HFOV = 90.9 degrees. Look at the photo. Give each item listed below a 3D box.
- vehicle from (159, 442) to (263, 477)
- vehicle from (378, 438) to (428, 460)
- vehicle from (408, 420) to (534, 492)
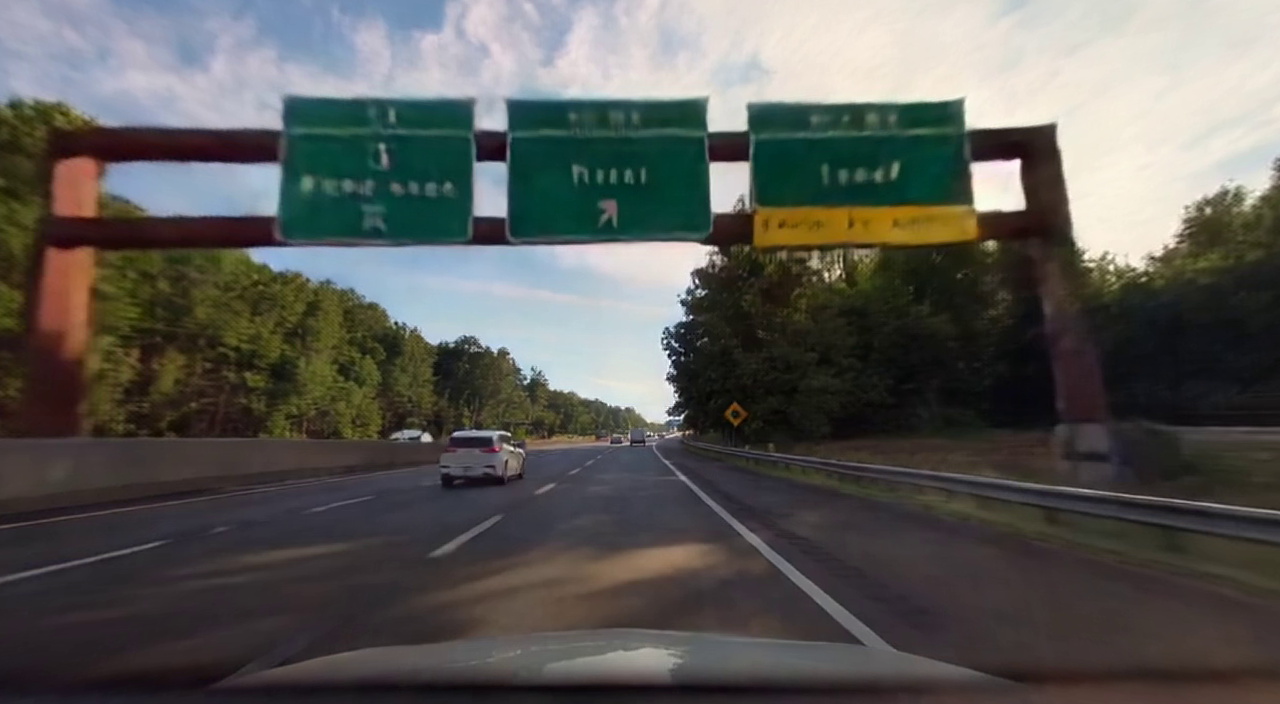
[{"bbox_3d":[-19.936,4.982,29.537,1.776,1.446,4.340,0,-8,1],"label":"vehicle"},{"bbox_3d":[-16.361,6.674,43.695,1.835,1.408,4.129,0,-8,1],"label":"vehicle"},{"bbox_3d":[-4.238,2.660,16.630,2.052,1.626,4.514,0,-8,0],"label":"vehicle"}]
